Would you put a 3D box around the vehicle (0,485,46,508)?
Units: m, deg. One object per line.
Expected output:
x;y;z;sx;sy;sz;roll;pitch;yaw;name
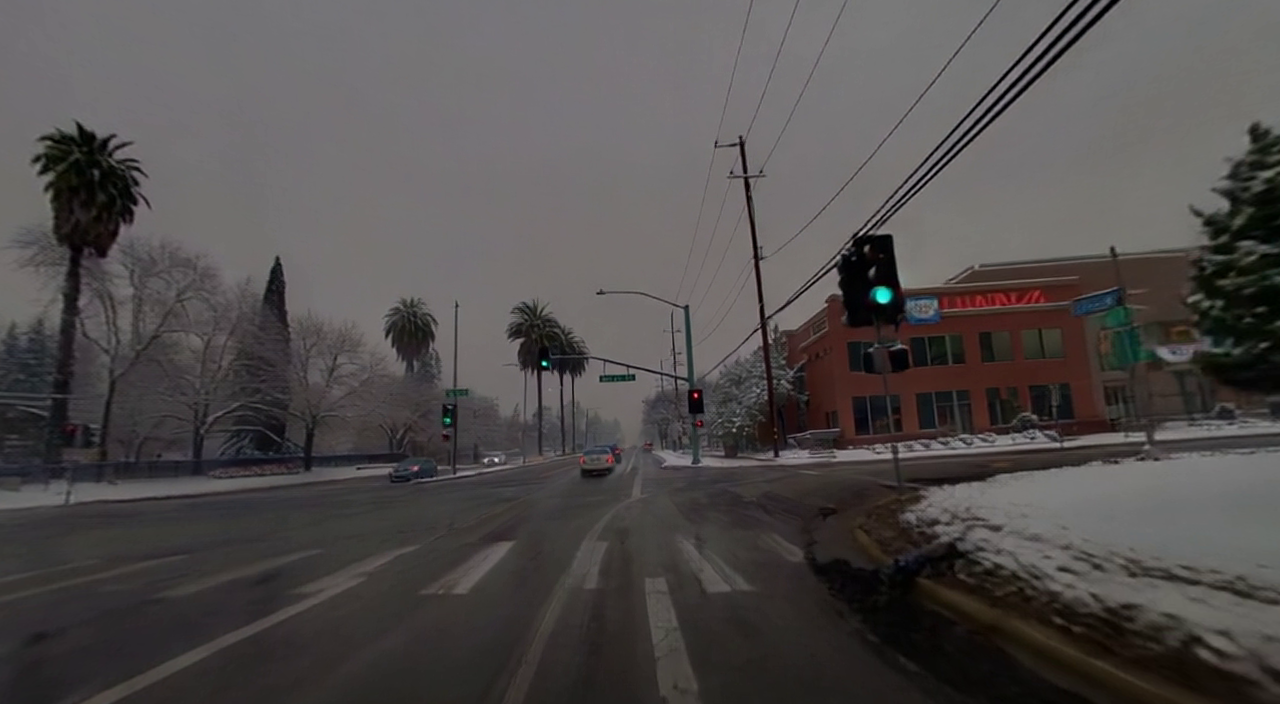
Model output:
-39.309;9.017;38.948;3.685;1.183;1.680;-5;-9;-1;vehicle

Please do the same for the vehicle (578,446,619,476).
-2.206;5.891;34.414;2.063;1.474;4.334;0;-9;-2;vehicle

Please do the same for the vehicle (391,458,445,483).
-14.586;7.811;41.802;1.997;1.480;4.715;0;-9;-1;vehicle

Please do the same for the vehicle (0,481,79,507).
-39.744;9.355;41.802;3.522;1.412;1.580;3;-10;2;vehicle
